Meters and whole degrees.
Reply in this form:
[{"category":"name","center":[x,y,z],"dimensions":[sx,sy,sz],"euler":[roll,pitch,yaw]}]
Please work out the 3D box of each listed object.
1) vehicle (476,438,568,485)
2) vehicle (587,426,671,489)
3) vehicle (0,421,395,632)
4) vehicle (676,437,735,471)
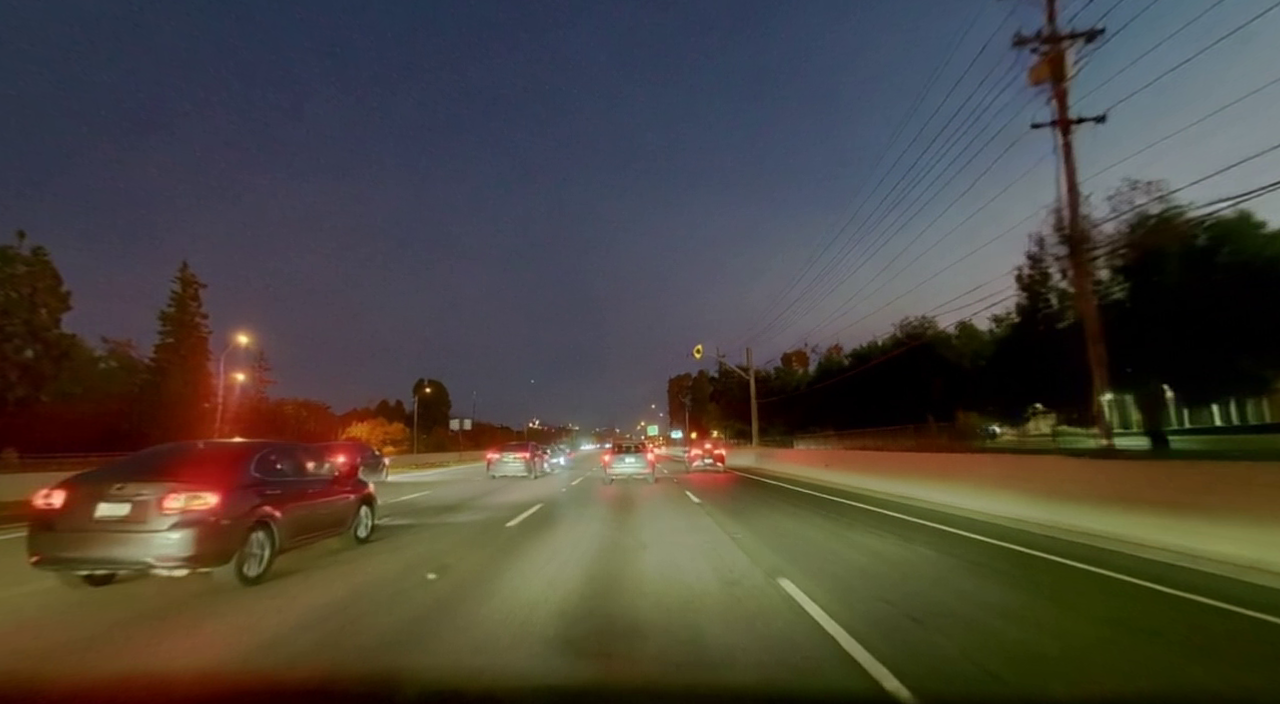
[{"category":"vehicle","center":[-3.868,3.690,21.646],"dimensions":[2.203,1.425,4.610],"euler":[0,-8,1]},{"category":"vehicle","center":[-0.311,3.195,19.351],"dimensions":[2.284,1.699,4.168],"euler":[0,-8,-1]},{"category":"vehicle","center":[-4.312,1.538,6.665],"dimensions":[1.958,1.447,4.454],"euler":[1,-8,-5]},{"category":"vehicle","center":[2.971,4.747,29.649],"dimensions":[2.197,1.464,4.356],"euler":[0,-8,-2]}]
